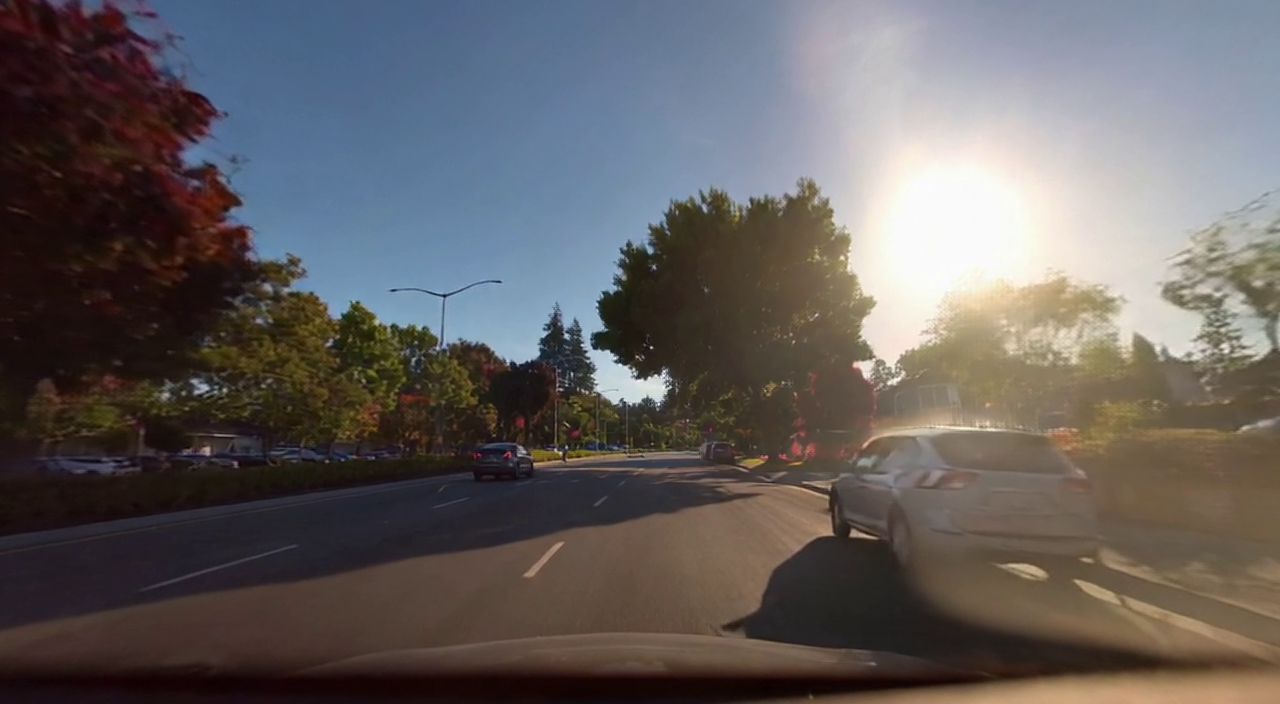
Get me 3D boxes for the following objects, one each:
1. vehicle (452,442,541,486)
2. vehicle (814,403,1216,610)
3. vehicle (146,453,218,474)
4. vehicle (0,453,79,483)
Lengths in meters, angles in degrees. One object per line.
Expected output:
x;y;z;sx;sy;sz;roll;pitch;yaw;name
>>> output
-5.210;4.130;23.586;2.060;1.473;4.645;0;-8;2;vehicle
3.772;1.633;7.666;2.064;1.697;4.718;0;-8;2;vehicle
-34.194;8.334;47.162;3.856;1.439;1.884;2;-9;-12;vehicle
-30.499;5.614;30.611;4.390;1.387;1.936;1;-9;-8;vehicle
